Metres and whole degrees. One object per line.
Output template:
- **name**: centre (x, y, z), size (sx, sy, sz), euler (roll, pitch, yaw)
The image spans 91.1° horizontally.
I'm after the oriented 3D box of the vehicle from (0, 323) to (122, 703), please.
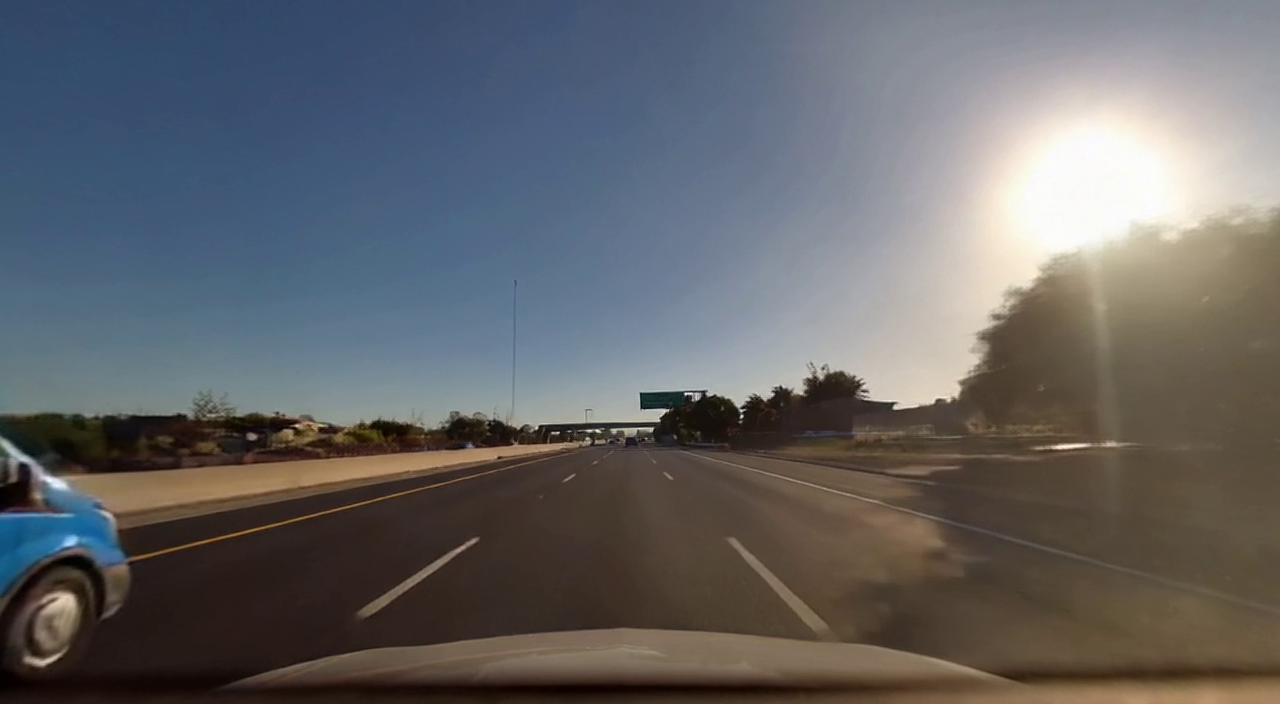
- **vehicle**: centre (-4.155, 0.556, 1.300), size (2.104, 1.860, 4.853), euler (0, -8, -2)
